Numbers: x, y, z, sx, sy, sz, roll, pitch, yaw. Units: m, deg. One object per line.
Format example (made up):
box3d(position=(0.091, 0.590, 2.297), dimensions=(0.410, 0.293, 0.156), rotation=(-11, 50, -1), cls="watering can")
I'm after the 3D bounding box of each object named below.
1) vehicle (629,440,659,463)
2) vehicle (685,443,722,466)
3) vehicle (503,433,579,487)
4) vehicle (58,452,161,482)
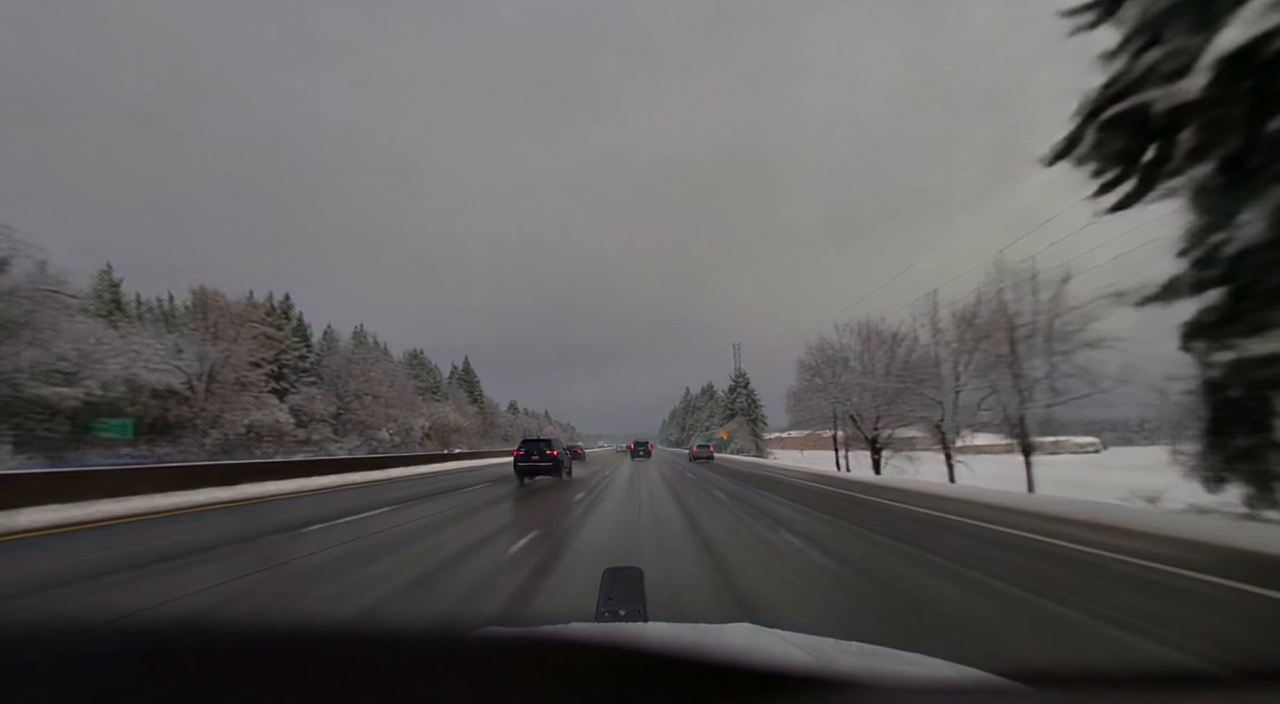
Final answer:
box3d(position=(0.300, 7.623, 48.300), dimensions=(2.156, 1.647, 3.987), rotation=(0, -8, 1), cls="vehicle")
box3d(position=(4.274, 6.953, 43.005), dimensions=(1.964, 1.479, 4.252), rotation=(0, -8, -1), cls="vehicle")
box3d(position=(-3.347, 3.737, 22.171), dimensions=(1.961, 1.704, 4.052), rotation=(0, -8, 1), cls="vehicle")
box3d(position=(-28.939, 6.256, 34.615), dimensions=(1.797, 1.464, 4.428), rotation=(0, -8, 0), cls="vehicle")
